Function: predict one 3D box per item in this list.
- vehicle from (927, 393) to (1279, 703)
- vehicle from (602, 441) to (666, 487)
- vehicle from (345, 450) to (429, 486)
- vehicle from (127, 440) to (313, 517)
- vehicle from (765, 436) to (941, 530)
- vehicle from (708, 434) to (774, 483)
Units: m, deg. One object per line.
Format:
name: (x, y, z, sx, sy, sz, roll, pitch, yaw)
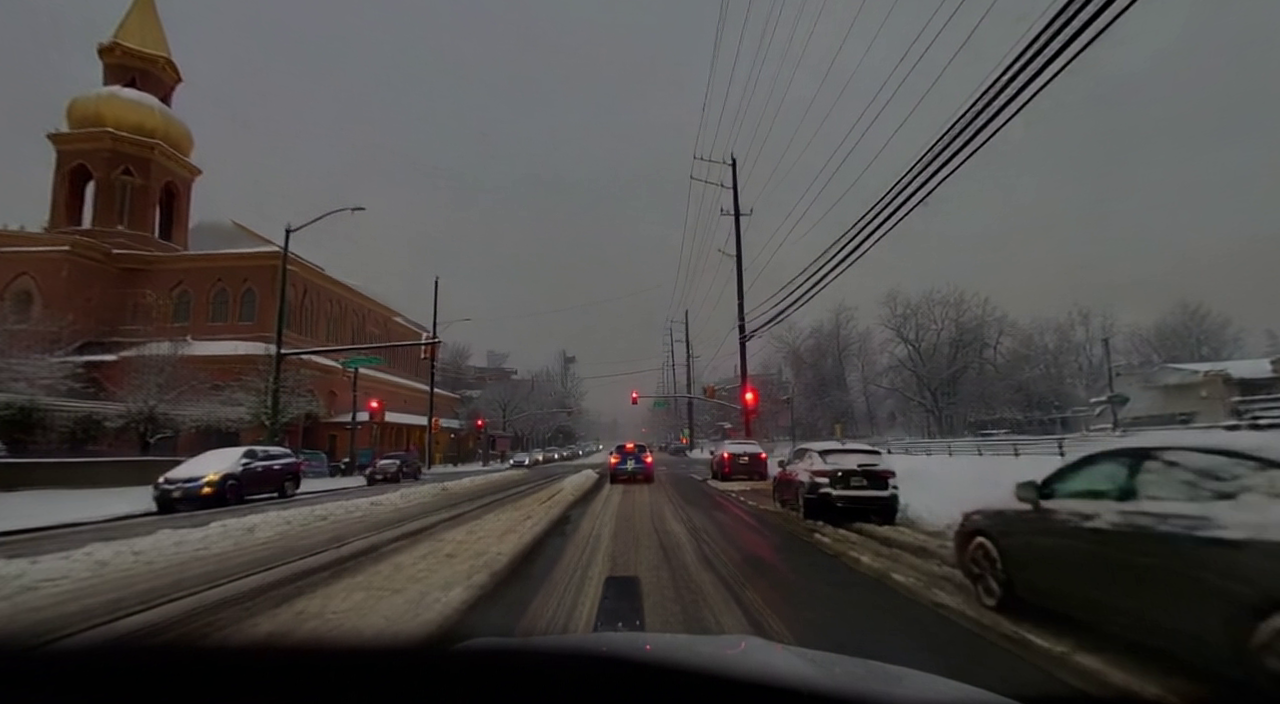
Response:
vehicle: (3.771, 1.124, 3.664, 1.944, 1.530, 4.539, 3, -9, -2)
vehicle: (-0.240, 3.940, 22.600, 2.049, 1.453, 4.299, 0, -9, -1)
vehicle: (-11.955, 5.484, 30.208, 1.980, 1.502, 4.655, 0, -9, 1)
vehicle: (-12.153, 3.653, 18.887, 2.071, 1.814, 5.185, -4, -9, 0)
vehicle: (3.910, 2.453, 12.410, 2.003, 1.524, 3.868, 0, -8, -1)
vehicle: (3.931, 4.253, 25.403, 2.015, 1.780, 4.261, 0, -9, 1)
